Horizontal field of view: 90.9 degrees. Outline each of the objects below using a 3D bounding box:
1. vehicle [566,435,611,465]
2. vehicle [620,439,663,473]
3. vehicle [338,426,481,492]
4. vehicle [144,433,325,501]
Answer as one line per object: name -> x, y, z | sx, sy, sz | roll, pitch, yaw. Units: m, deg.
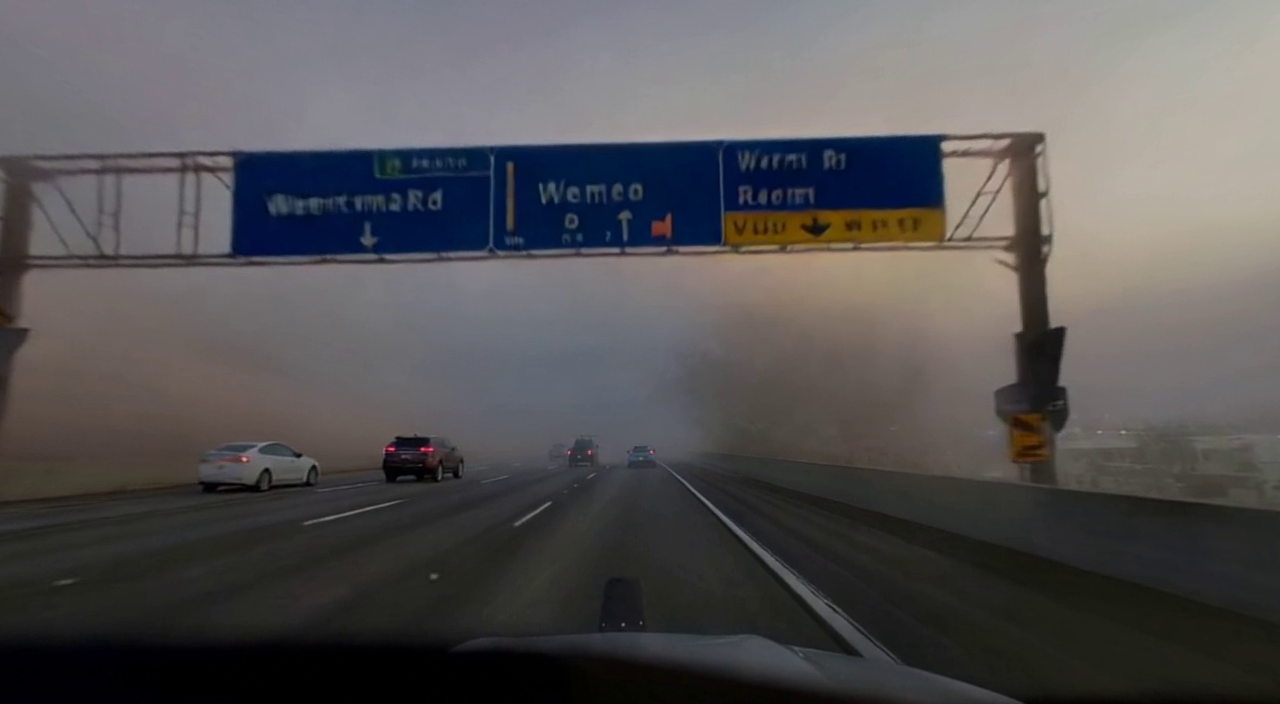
vehicle -> -3.727, 7.235, 46.819 | 2.751, 2.050, 5.761 | 0, -8, 1
vehicle -> 0.076, 5.553, 34.044 | 2.135, 1.697, 4.757 | 0, -8, 0
vehicle -> -7.506, 3.571, 21.490 | 2.521, 1.901, 5.988 | 0, -8, 1
vehicle -> -11.591, 3.296, 18.555 | 2.187, 1.726, 4.634 | 0, -8, 1
